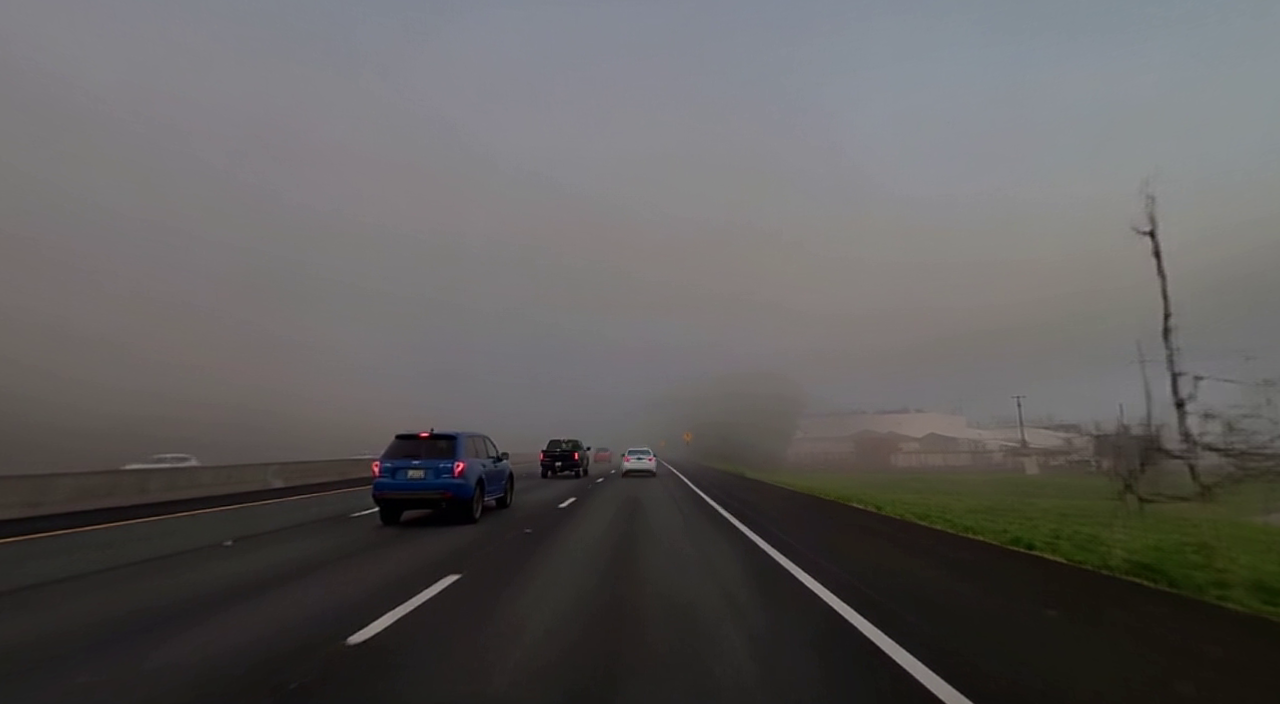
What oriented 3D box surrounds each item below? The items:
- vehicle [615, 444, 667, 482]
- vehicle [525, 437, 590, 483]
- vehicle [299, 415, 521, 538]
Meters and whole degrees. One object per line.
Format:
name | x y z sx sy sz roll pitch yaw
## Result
vehicle | 0.007 4.708 27.036 2.047 1.473 3.978 0 -8 -1
vehicle | -3.479 4.649 27.458 2.133 1.789 4.518 -1 -8 1
vehicle | -3.993 2.283 12.268 2.198 1.848 5.346 -1 -8 1
